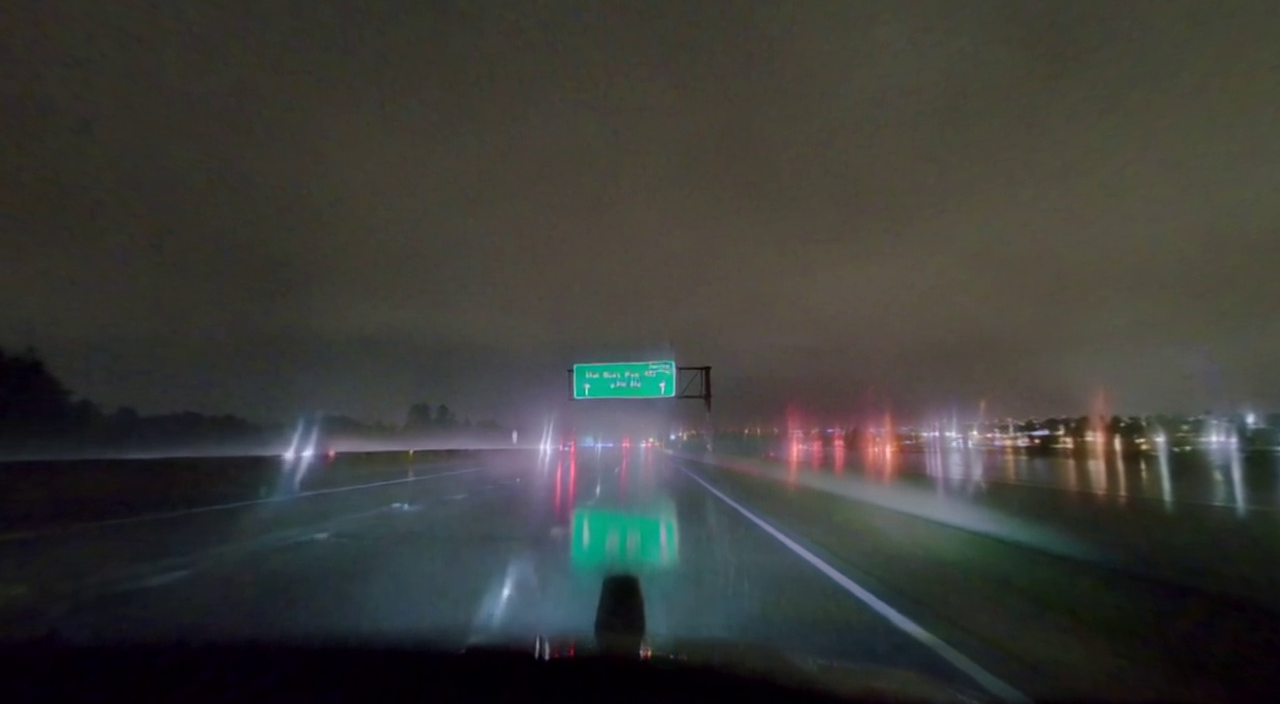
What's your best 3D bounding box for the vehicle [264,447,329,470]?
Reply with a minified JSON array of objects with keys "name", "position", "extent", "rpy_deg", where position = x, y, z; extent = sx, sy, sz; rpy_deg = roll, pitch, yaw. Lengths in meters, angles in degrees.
[{"name":"vehicle","position":[-23.848,7.400,43.902],"extent":[1.878,1.498,4.496],"rpy_deg":[0,-9,1]}]
